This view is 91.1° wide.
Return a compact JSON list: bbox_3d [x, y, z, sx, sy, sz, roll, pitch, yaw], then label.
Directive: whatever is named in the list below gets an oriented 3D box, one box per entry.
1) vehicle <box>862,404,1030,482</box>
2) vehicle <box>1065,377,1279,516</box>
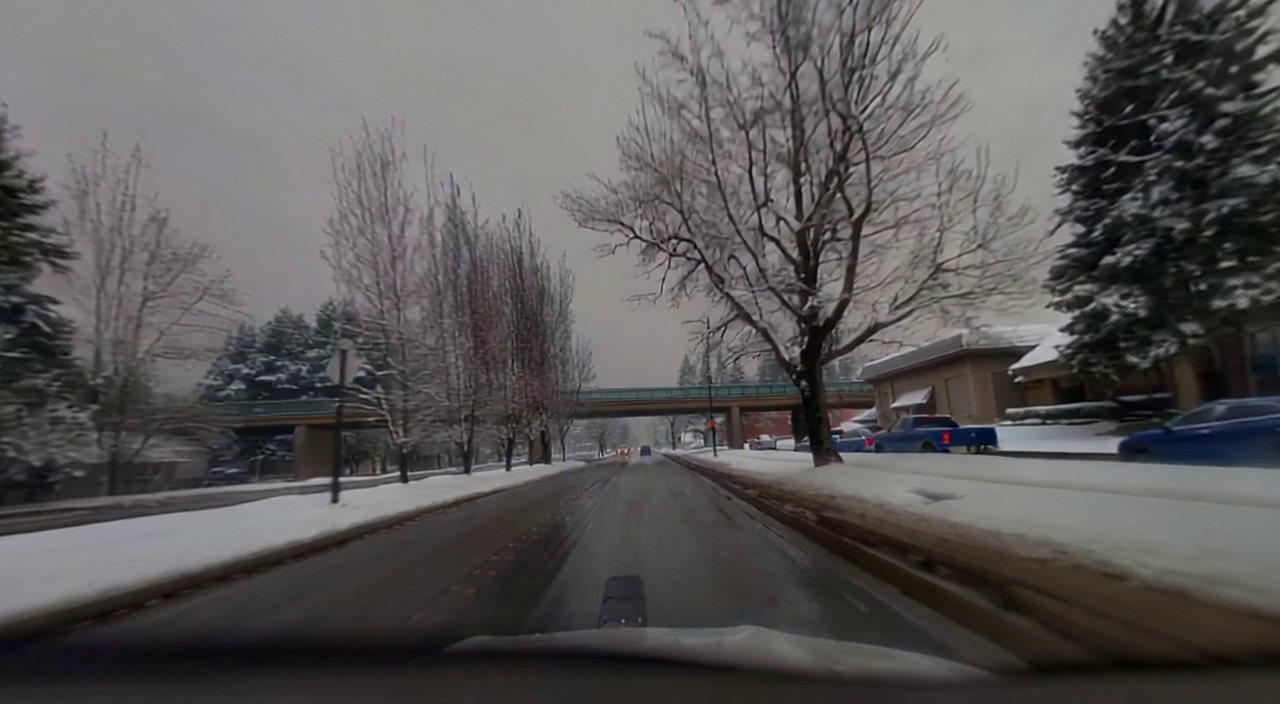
[{"bbox_3d":[10.381,3.213,22.215,2.445,2.272,6.461,-1,-8,-2],"label":"vehicle"},{"bbox_3d":[10.249,1.516,10.752,2.138,1.805,5.011,-11,-8,-1],"label":"vehicle"}]
